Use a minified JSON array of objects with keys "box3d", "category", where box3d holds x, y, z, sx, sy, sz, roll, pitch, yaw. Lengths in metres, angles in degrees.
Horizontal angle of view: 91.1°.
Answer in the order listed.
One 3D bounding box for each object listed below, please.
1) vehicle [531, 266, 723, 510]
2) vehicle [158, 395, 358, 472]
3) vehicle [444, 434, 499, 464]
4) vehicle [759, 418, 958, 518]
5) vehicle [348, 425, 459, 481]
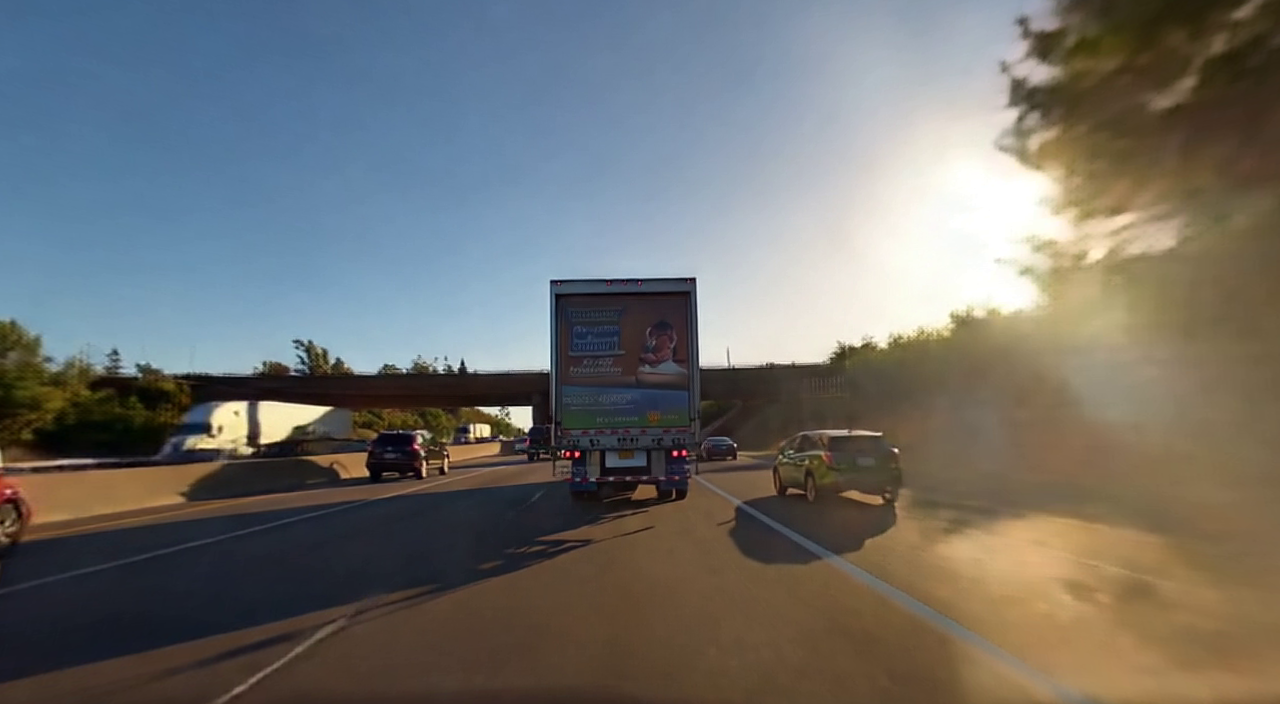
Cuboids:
[{"box3d":[-0.336,1.179,14.677,2.911,3.787,9.905,0,-8,-2],"category":"vehicle"},{"box3d":[-23.851,5.420,41.507,2.978,4.017,16.640,0,-8,0],"category":"vehicle"},{"box3d":[-8.663,4.990,32.579,1.845,1.488,3.656,0,-8,0],"category":"vehicle"},{"box3d":[3.809,2.096,12.015,2.003,1.519,4.580,0,-8,-2],"category":"vehicle"},{"box3d":[-7.883,3.396,21.495,2.057,1.698,4.550,0,-8,0],"category":"vehicle"}]
